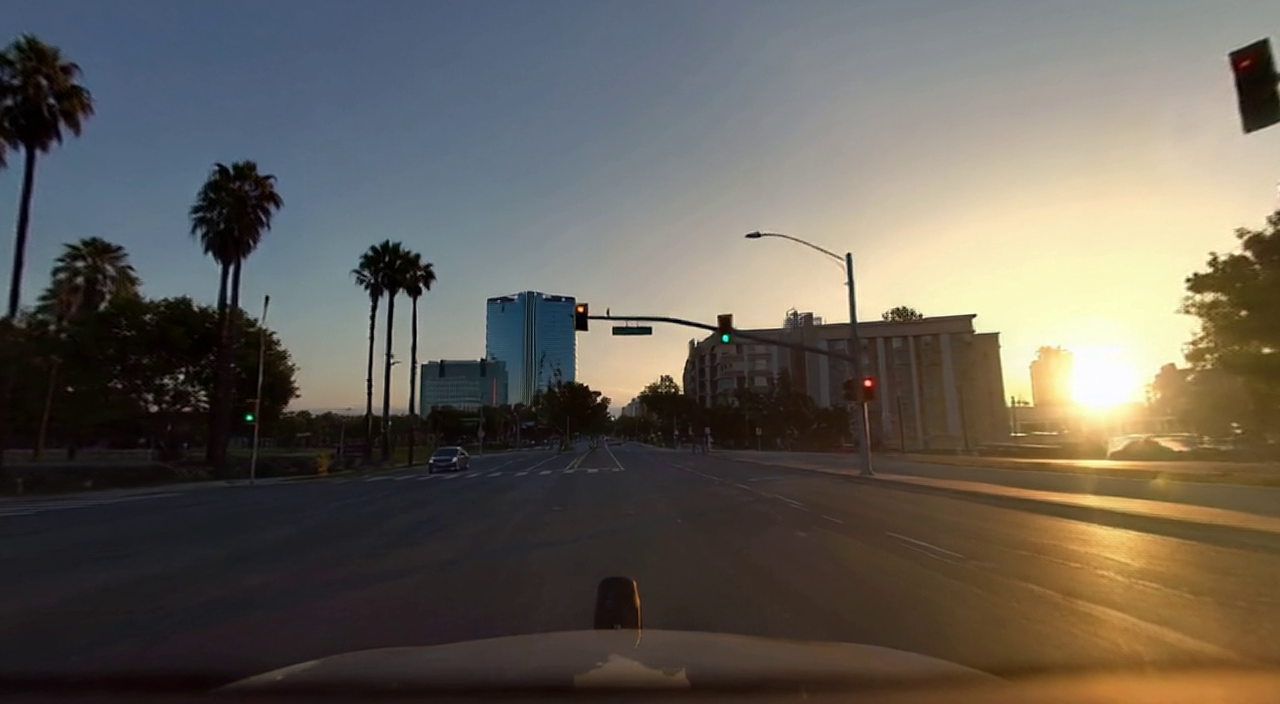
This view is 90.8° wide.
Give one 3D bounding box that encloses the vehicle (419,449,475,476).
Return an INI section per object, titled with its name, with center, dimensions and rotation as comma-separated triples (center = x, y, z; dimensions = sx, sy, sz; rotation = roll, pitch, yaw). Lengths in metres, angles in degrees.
[vehicle]
center = -11.391, 6.521, 37.571
dimensions = 2.149, 1.477, 4.186
rotation = 0, -9, -3
